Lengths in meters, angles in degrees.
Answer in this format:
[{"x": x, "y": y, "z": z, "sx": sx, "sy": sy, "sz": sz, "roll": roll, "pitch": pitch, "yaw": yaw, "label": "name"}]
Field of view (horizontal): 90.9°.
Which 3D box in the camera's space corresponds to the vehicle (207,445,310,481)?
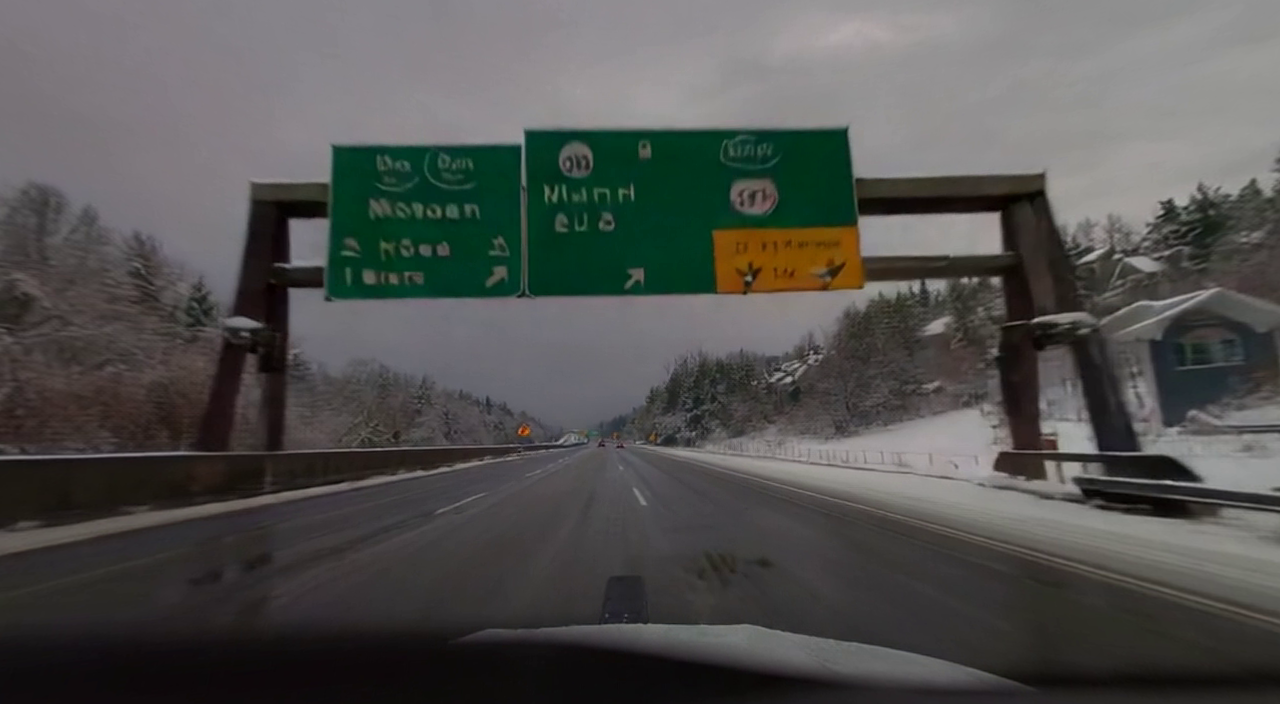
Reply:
[{"x": -16.006, "y": 4.667, "z": 26.733, "sx": 1.847, "sy": 1.416, "sz": 4.254, "roll": 0, "pitch": -9, "yaw": -3, "label": "vehicle"}]
